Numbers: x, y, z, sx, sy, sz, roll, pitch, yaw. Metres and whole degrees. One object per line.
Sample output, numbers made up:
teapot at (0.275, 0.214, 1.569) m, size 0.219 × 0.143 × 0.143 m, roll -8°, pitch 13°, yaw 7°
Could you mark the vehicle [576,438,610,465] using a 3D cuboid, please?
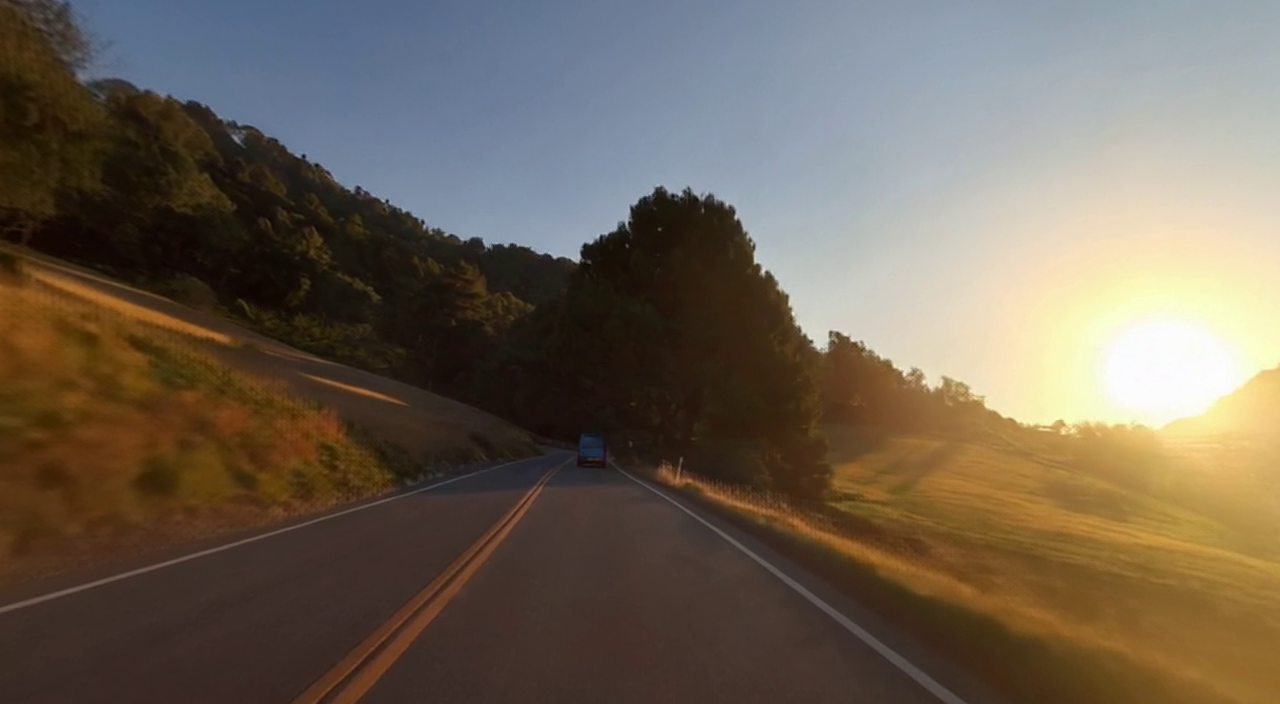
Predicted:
vehicle at (-3.614, 7.558, 48.067) m, size 2.439 × 1.912 × 5.605 m, roll 1°, pitch -9°, yaw -6°
